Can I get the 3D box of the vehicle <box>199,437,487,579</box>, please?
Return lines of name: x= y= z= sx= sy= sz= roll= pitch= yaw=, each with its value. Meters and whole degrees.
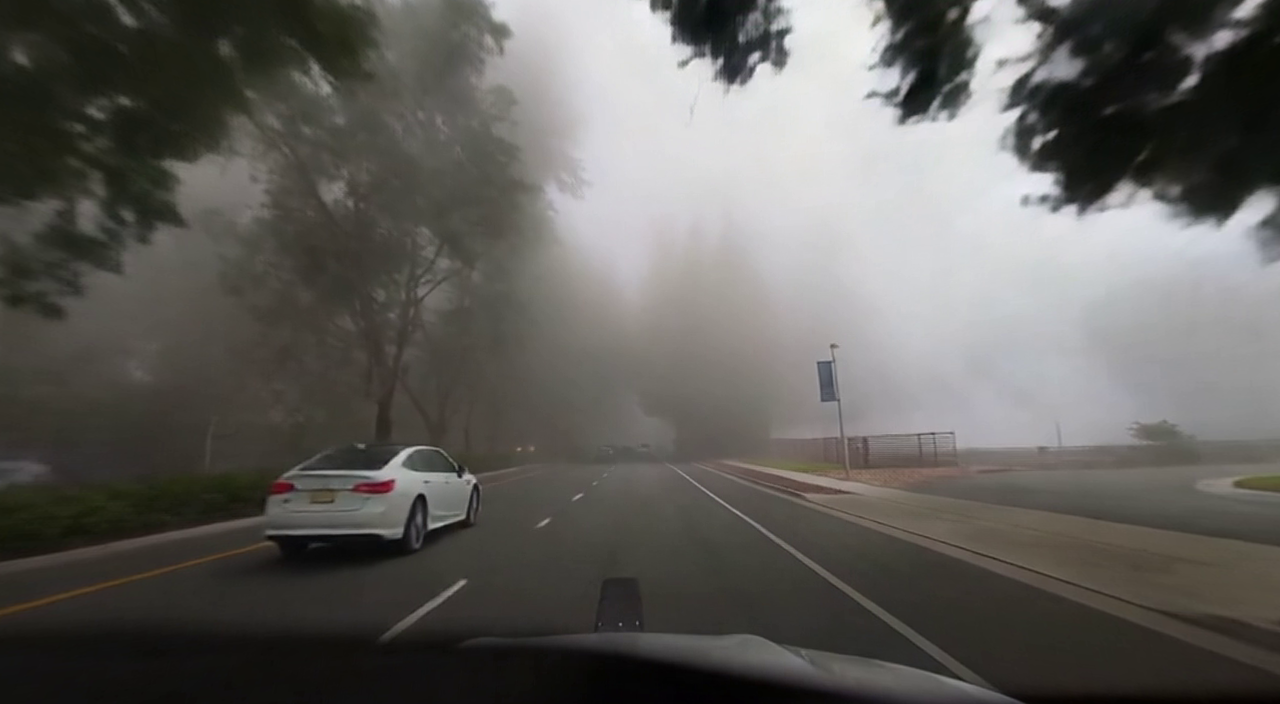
vehicle: x=-3.612 y=1.948 z=8.769 sx=1.870 sy=1.431 sz=4.317 roll=-1 pitch=-9 yaw=1
